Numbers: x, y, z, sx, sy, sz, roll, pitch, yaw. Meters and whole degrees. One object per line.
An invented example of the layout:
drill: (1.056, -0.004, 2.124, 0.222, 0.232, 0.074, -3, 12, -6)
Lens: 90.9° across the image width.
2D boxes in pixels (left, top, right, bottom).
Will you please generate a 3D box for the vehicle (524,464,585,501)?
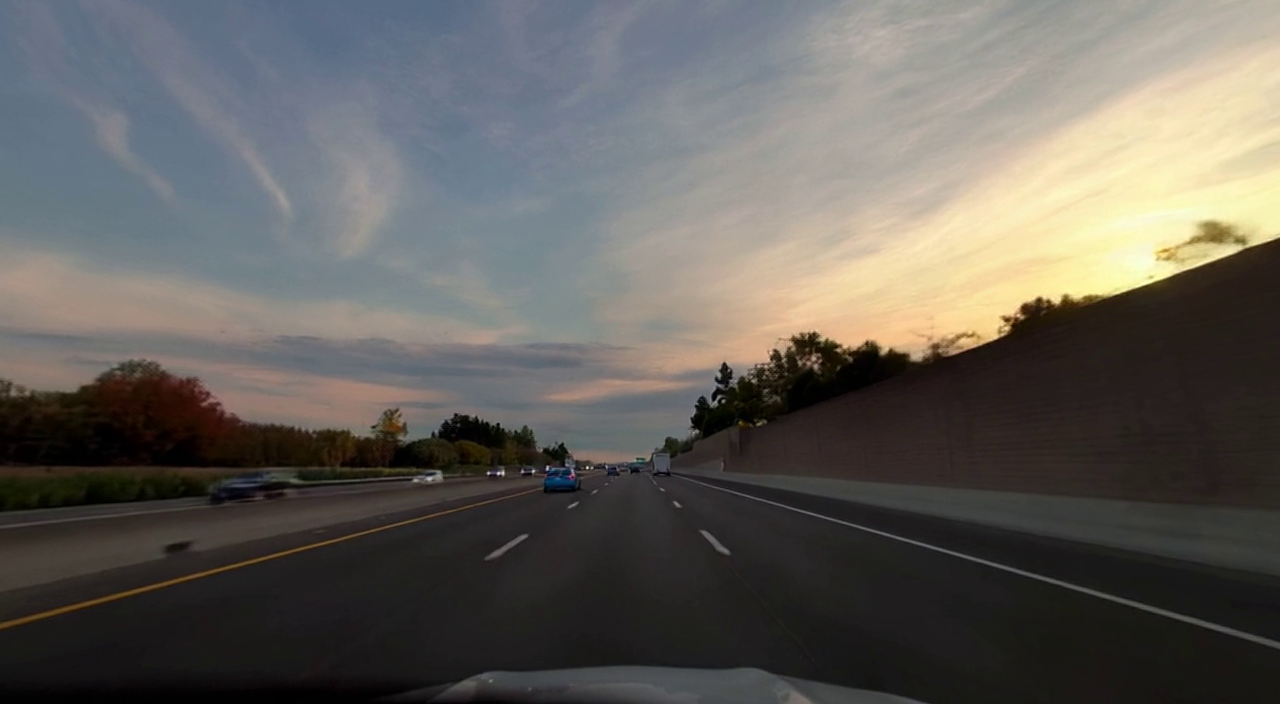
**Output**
vehicle: (-3.735, 5.808, 28.339, 2.045, 1.487, 4.582, 1, -10, 1)
